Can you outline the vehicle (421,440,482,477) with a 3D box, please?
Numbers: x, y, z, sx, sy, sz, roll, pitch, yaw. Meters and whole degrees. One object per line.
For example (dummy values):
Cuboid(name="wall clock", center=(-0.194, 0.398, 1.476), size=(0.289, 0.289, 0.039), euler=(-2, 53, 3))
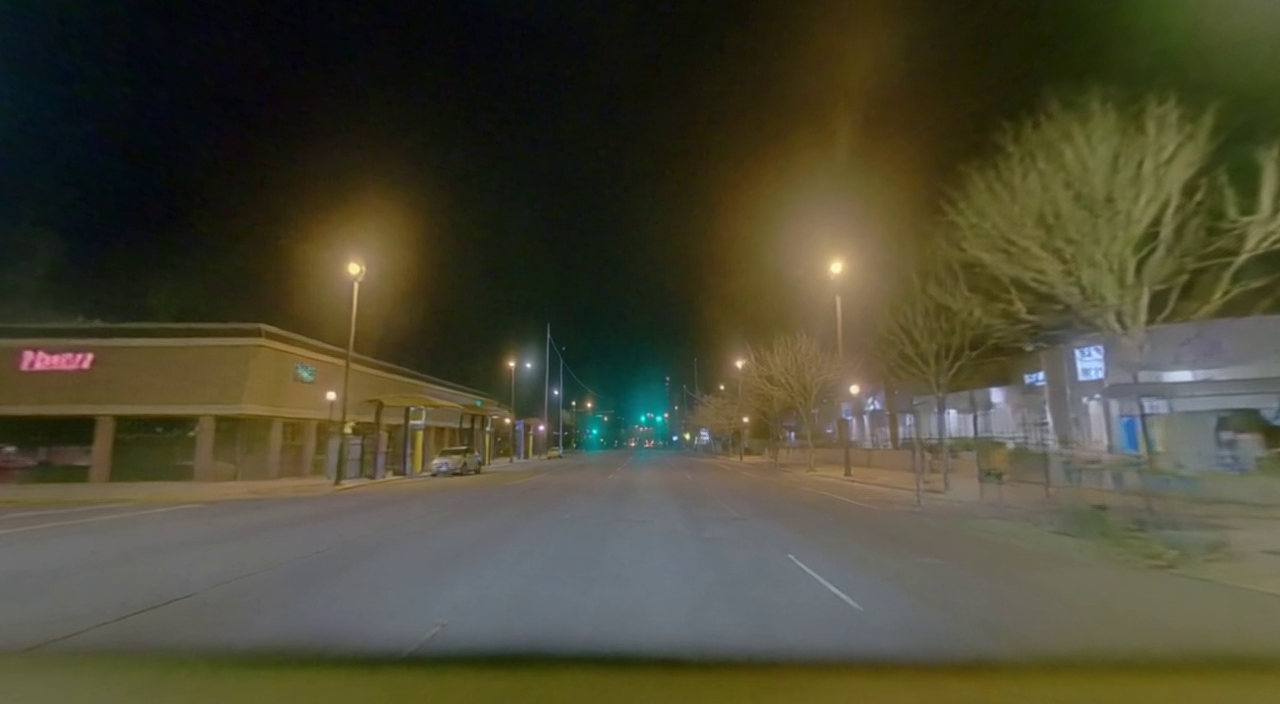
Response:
Cuboid(name="vehicle", center=(-10.616, 5.992, 35.788), size=(2.060, 1.796, 4.675), euler=(-2, -7, 0))
